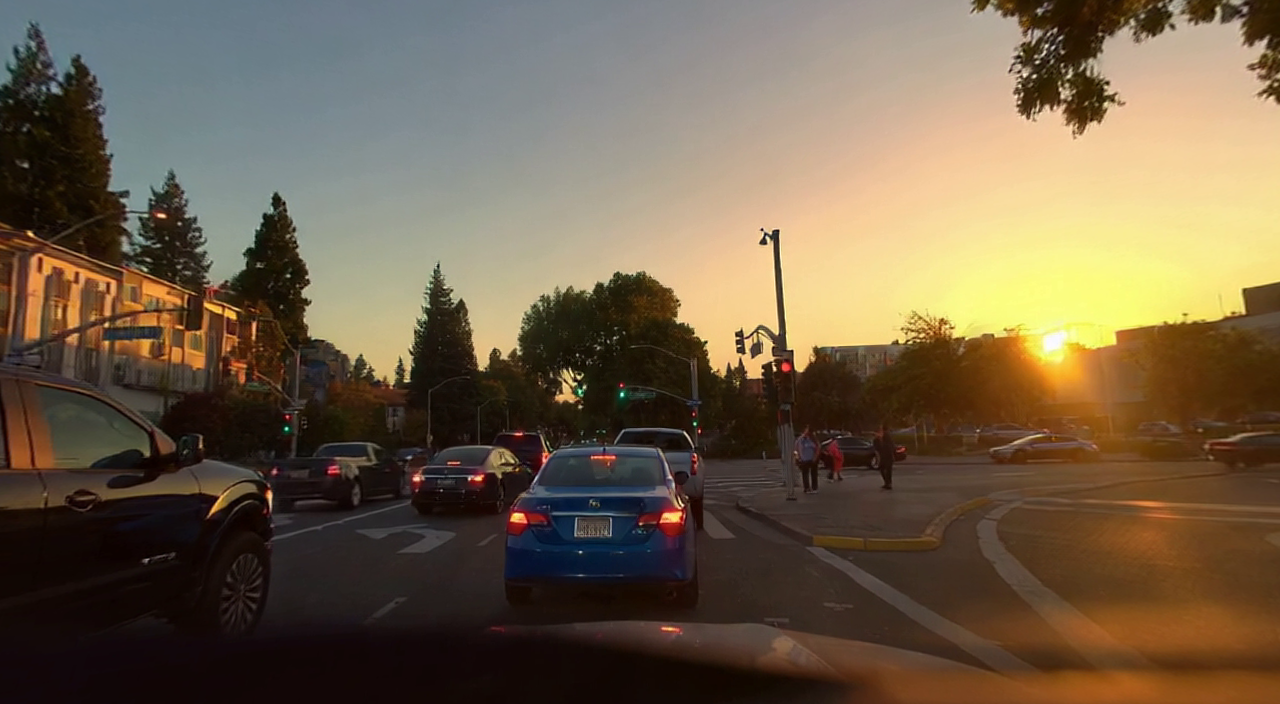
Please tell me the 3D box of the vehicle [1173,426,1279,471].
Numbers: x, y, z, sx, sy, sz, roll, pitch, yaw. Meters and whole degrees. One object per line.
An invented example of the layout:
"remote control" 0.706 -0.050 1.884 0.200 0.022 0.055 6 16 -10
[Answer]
"vehicle" 24.086 3.681 24.146 5.192 1.620 2.072 -1 -9 5

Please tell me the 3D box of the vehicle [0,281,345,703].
"vehicle" -3.690 0.748 2.834 2.202 1.961 4.980 0 -9 1

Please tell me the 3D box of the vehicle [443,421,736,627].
"vehicle" -0.367 1.599 6.913 2.144 1.497 4.446 0 -9 0

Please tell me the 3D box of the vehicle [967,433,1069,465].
"vehicle" 21.946 5.652 36.720 4.529 1.786 2.110 0 -9 2

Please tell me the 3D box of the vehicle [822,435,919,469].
"vehicle" 12.203 5.339 33.626 4.394 1.724 1.886 0 -9 1

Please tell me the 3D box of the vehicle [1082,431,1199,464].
"vehicle" 29.067 5.568 36.733 4.967 1.794 2.044 -1 -9 2
